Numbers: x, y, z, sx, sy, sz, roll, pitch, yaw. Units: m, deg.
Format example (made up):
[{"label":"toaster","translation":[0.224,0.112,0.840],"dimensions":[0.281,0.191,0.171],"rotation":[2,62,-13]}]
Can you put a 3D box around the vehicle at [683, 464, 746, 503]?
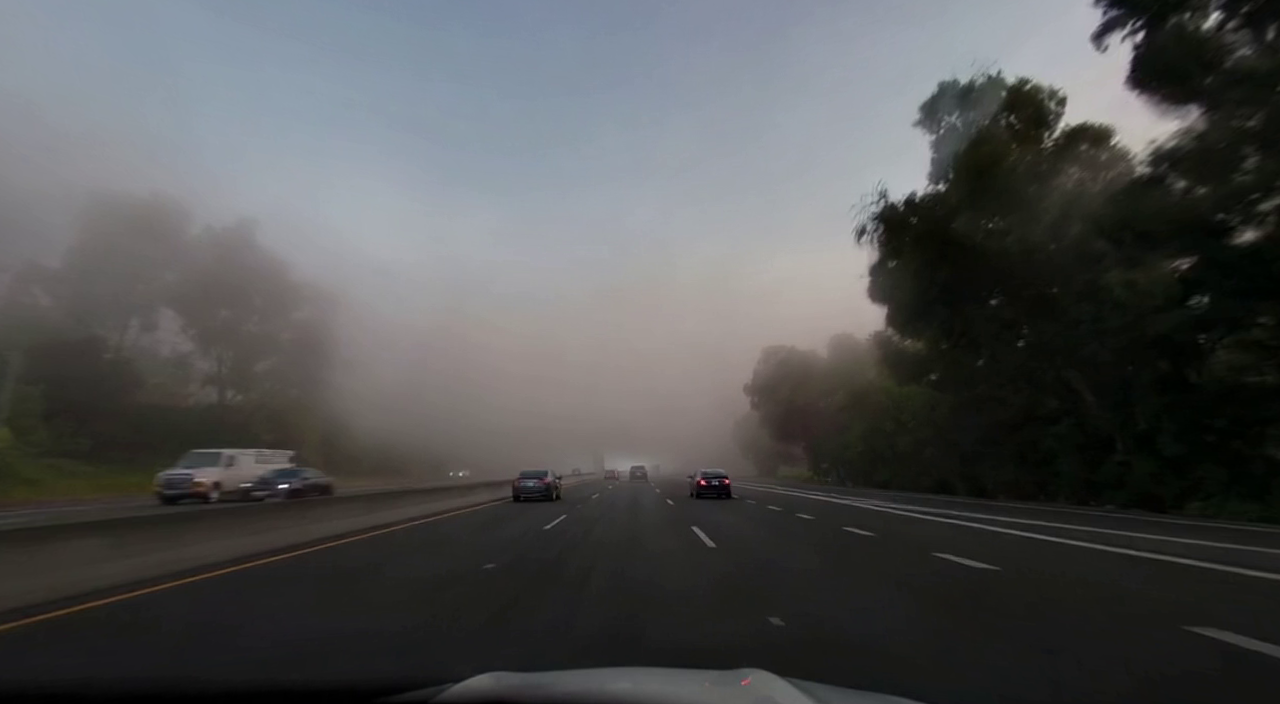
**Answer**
[{"label":"vehicle","translation":[3.130,5.679,27.422],"dimensions":[2.092,1.518,4.348],"rotation":[1,-10,-2]}]

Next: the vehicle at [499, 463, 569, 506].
[{"label":"vehicle","translation":[-4.018,5.090,24.399],"dimensions":[1.975,1.486,3.903],"rotation":[0,-10,1]}]

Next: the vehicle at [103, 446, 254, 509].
[{"label":"vehicle","translation":[-20.566,5.641,28.481],"dimensions":[2.319,2.493,5.837],"rotation":[1,-10,0]}]

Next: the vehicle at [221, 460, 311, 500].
[{"label":"vehicle","translation":[-20.642,7.073,34.898],"dimensions":[2.255,2.062,4.298],"rotation":[1,-10,-1]}]
